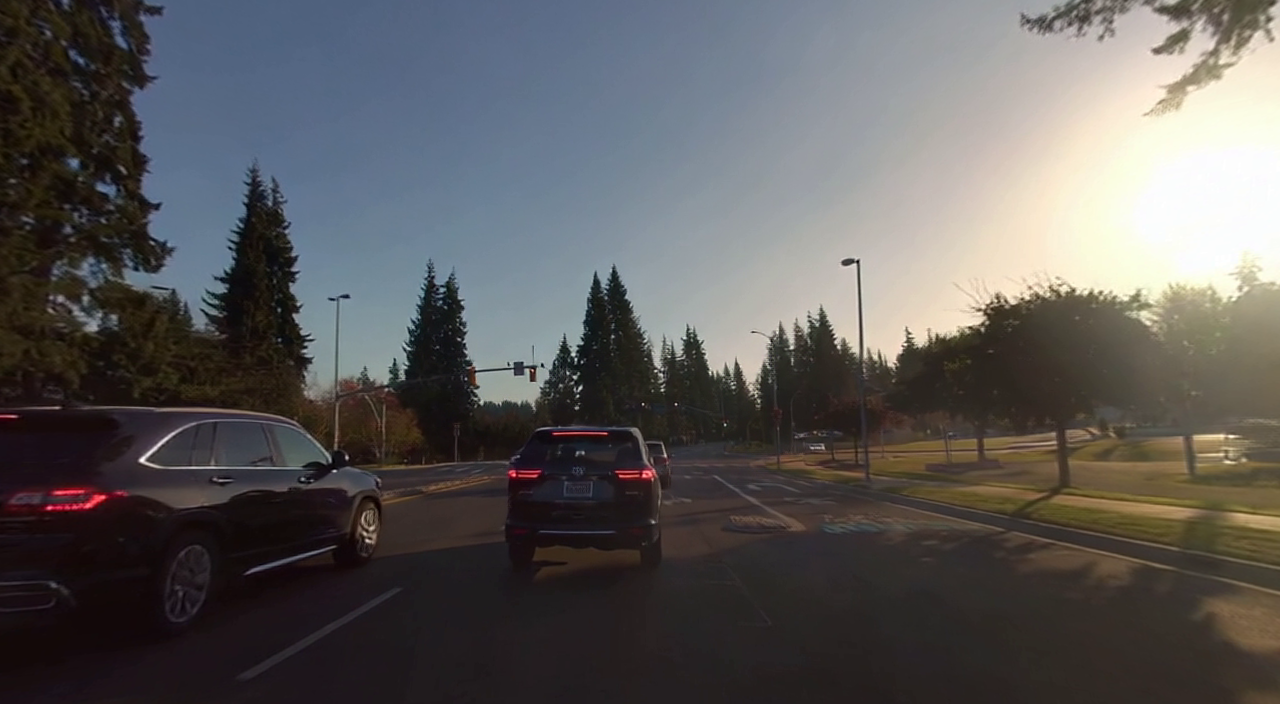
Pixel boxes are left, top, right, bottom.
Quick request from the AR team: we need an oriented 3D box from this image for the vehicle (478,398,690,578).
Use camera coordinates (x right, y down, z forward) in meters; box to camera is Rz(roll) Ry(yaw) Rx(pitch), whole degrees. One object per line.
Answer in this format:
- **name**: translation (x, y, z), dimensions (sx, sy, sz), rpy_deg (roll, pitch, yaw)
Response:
- **vehicle**: translation (-0.502, 1.740, 8.953), dimensions (2.131, 1.793, 5.016), rpy_deg (0, -8, 2)

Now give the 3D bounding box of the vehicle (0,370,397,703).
- **vehicle**: translation (-4.016, 1.250, 5.375), dimensions (2.009, 1.673, 4.454), rpy_deg (0, -8, 1)
